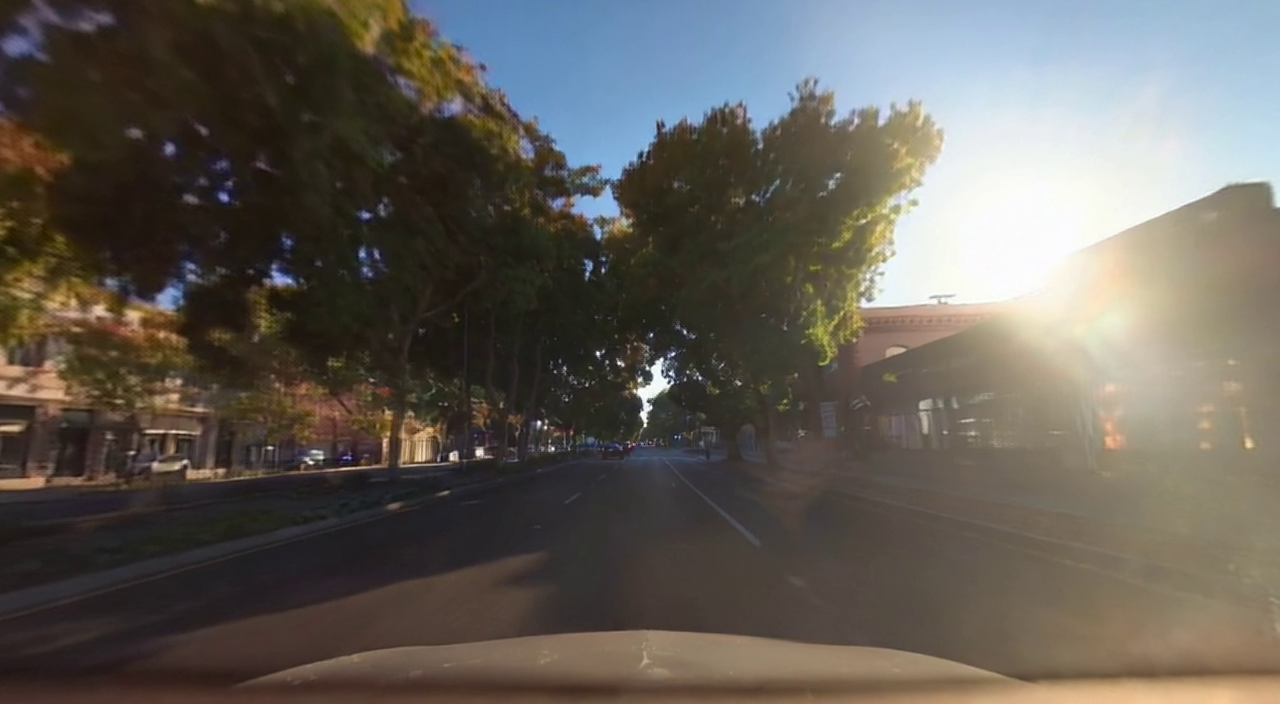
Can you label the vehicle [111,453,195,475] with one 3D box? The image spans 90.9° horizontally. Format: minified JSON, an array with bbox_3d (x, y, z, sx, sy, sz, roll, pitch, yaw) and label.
[{"bbox_3d":[-35.864,8.213,46.511,4.644,1.465,1.793,8,-12,-44],"label":"vehicle"}]
